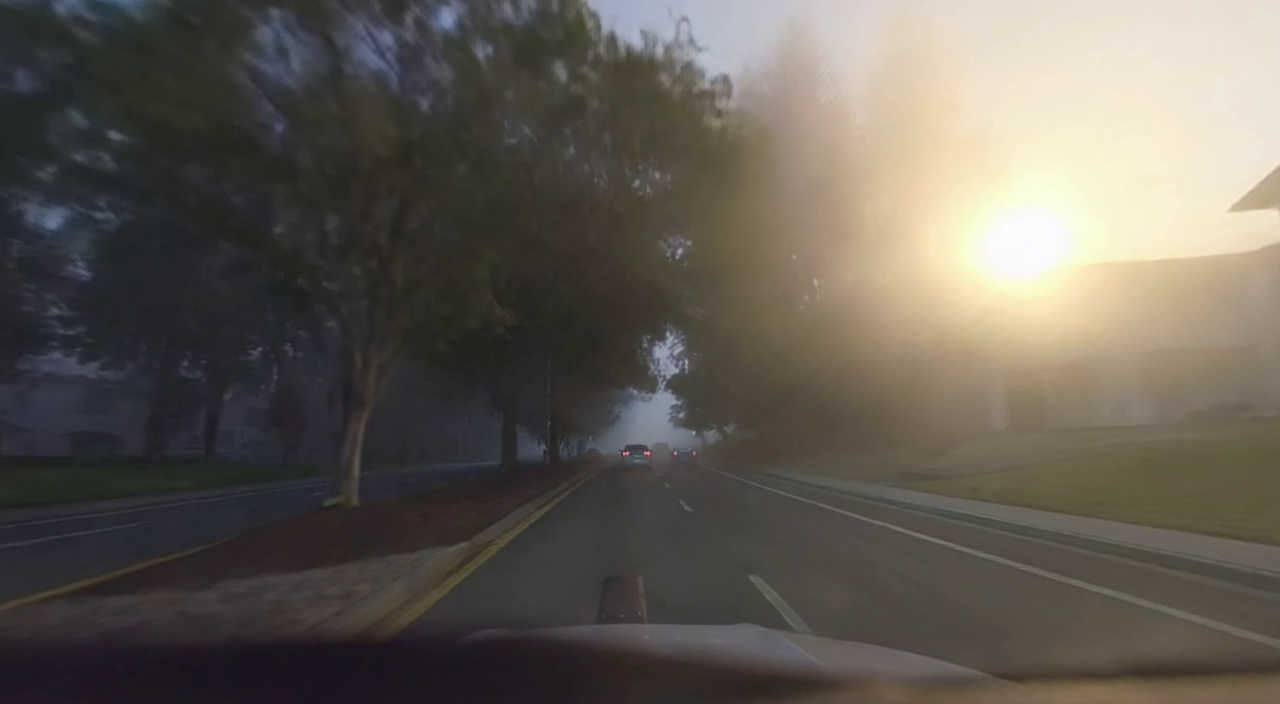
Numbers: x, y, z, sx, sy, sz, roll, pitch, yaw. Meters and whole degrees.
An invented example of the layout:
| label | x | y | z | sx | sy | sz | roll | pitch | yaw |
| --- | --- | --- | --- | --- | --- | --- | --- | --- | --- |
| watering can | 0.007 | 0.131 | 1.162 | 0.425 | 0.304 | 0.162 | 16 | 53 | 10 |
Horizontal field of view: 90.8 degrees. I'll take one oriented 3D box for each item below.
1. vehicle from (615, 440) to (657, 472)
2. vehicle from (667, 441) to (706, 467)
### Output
| label | x | y | z | sx | sy | sz | roll | pitch | yaw |
| --- | --- | --- | --- | --- | --- | --- | --- | --- | --- |
| vehicle | -0.174 | 5.239 | 32.091 | 2.018 | 1.511 | 3.993 | 0 | -8 | 1 |
| vehicle | 2.886 | 6.455 | 40.243 | 2.057 | 1.496 | 4.401 | 0 | -8 | -1 |
